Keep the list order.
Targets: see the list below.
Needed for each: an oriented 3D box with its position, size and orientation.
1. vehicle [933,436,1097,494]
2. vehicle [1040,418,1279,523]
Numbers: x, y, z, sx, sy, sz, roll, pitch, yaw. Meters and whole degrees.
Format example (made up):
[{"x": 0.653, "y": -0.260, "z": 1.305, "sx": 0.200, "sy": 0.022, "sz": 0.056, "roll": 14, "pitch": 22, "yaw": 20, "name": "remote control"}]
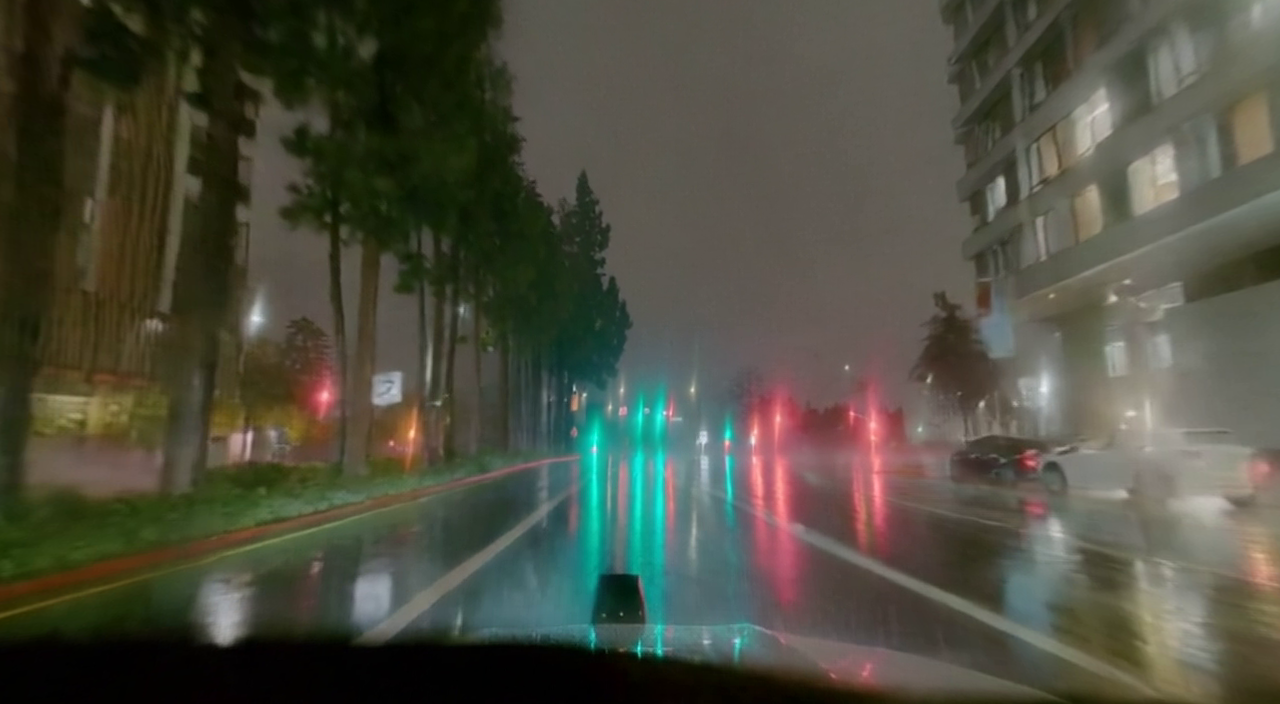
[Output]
[{"x": 10.913, "y": 3.310, "z": 18.919, "sx": 2.043, "sy": 1.491, "sz": 4.627, "roll": 0, "pitch": -8, "yaw": 0, "name": "vehicle"}, {"x": 10.771, "y": 2.326, "z": 12.941, "sx": 1.947, "sy": 1.716, "sz": 4.861, "roll": 0, "pitch": -8, "yaw": 0, "name": "vehicle"}]
